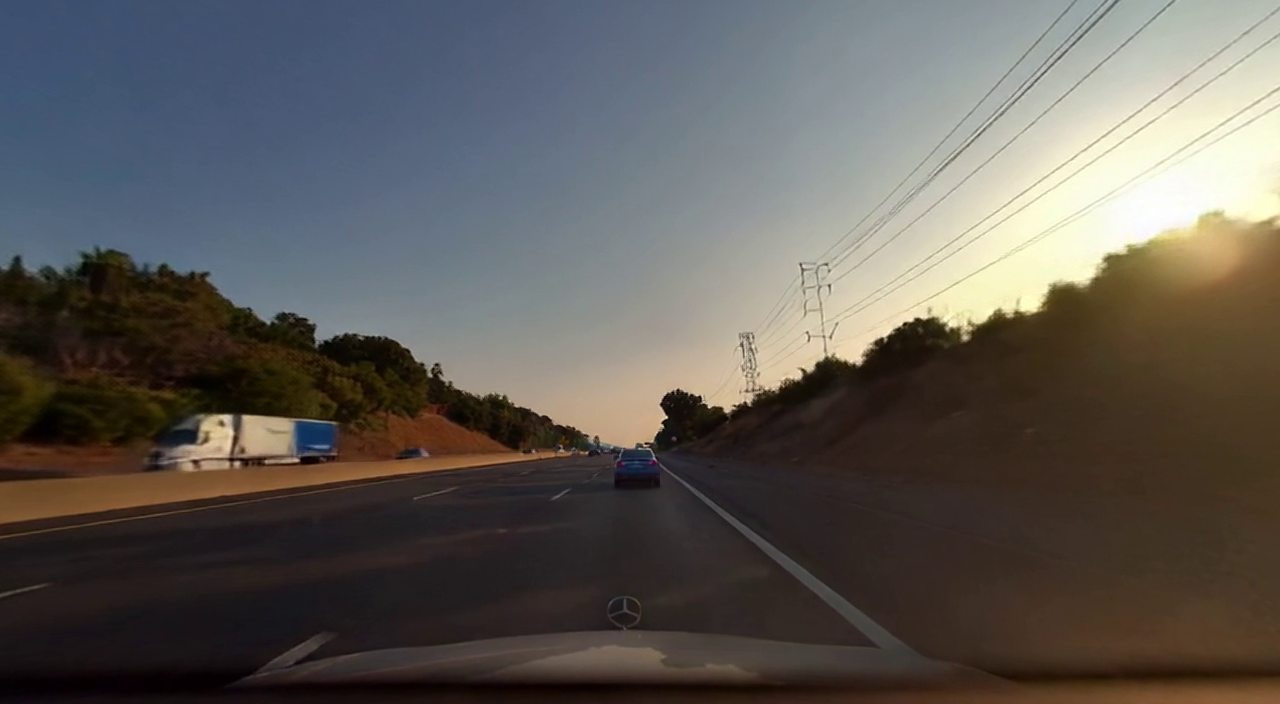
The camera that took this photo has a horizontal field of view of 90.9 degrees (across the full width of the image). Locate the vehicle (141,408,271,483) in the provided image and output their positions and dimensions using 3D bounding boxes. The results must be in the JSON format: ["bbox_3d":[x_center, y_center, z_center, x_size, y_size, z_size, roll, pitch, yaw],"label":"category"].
[{"bbox_3d":[-24.741,5.392,36.388,2.968,3.909,5.984,0,-9,0],"label":"vehicle"}]

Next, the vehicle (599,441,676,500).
[{"bbox_3d":[-0.087,3.373,18.361,1.966,1.499,4.298,0,-9,-1],"label":"vehicle"}]

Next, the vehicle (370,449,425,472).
[{"bbox_3d":[-16.290,7.290,42.533,1.974,1.485,4.249,0,-9,0],"label":"vehicle"}]
